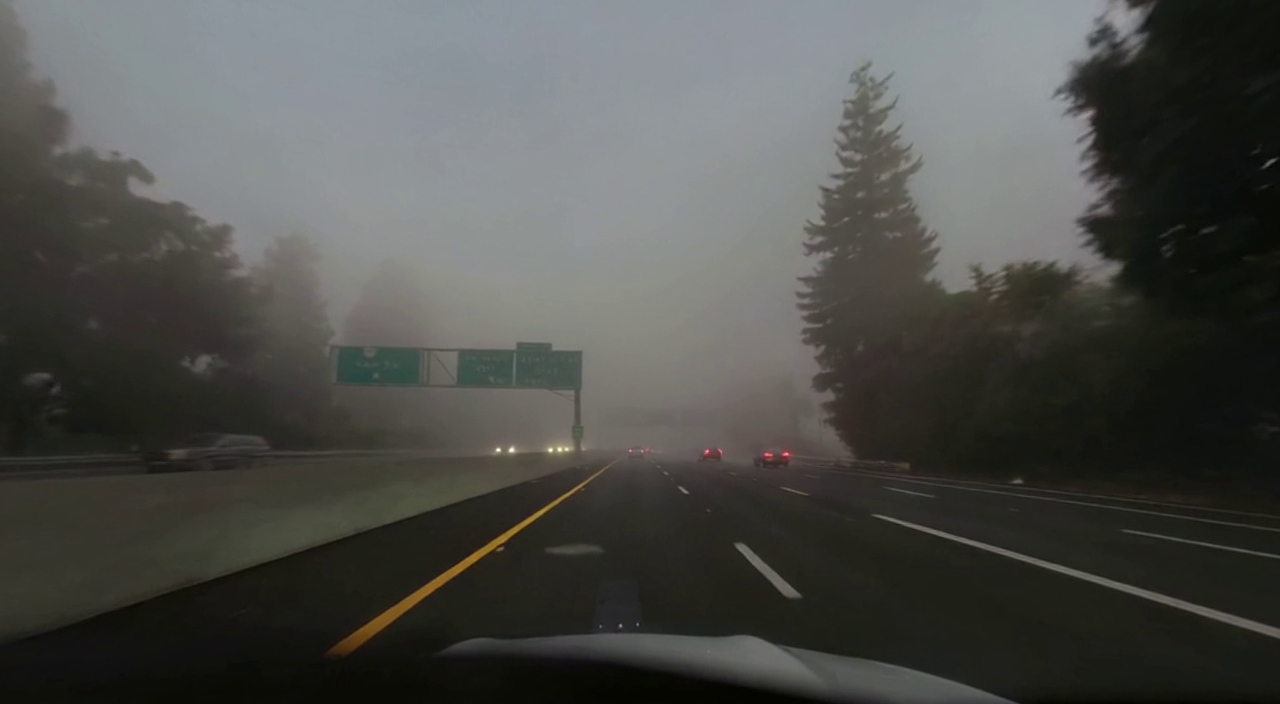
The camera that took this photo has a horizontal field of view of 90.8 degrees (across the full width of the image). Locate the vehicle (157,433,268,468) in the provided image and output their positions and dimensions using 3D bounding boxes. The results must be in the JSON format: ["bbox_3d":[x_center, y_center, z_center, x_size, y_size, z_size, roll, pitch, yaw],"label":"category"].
[{"bbox_3d":[-19.475,4.535,29.082,1.920,1.478,4.587,0,-9,0],"label":"vehicle"}]
